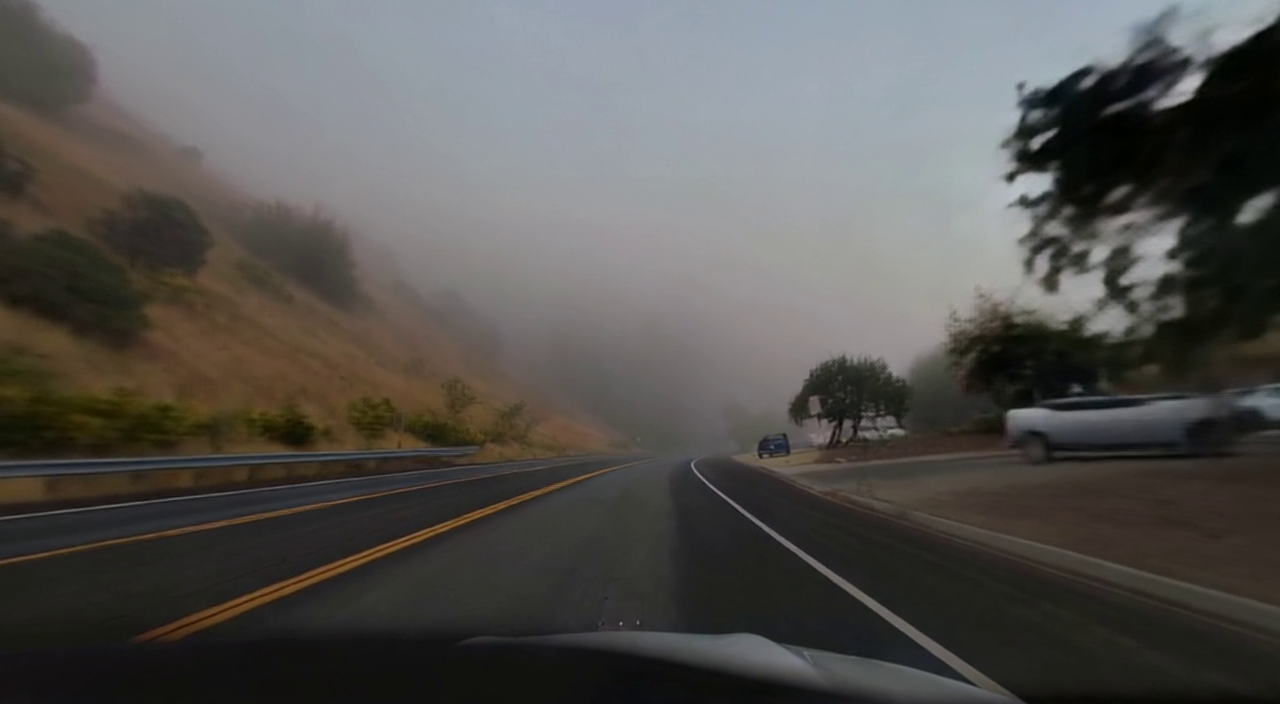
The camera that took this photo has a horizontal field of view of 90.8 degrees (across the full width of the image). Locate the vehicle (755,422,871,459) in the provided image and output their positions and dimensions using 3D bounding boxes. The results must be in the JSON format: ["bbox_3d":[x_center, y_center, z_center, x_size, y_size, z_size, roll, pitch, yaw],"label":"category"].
[{"bbox_3d":[9.860,5.165,36.613,2.216,1.887,6.388,4,-11,-35],"label":"vehicle"}]

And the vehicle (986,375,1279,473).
[{"bbox_3d":[9.465,1.527,12.694,2.103,1.447,4.727,-4,-9,-3],"label":"vehicle"}]
